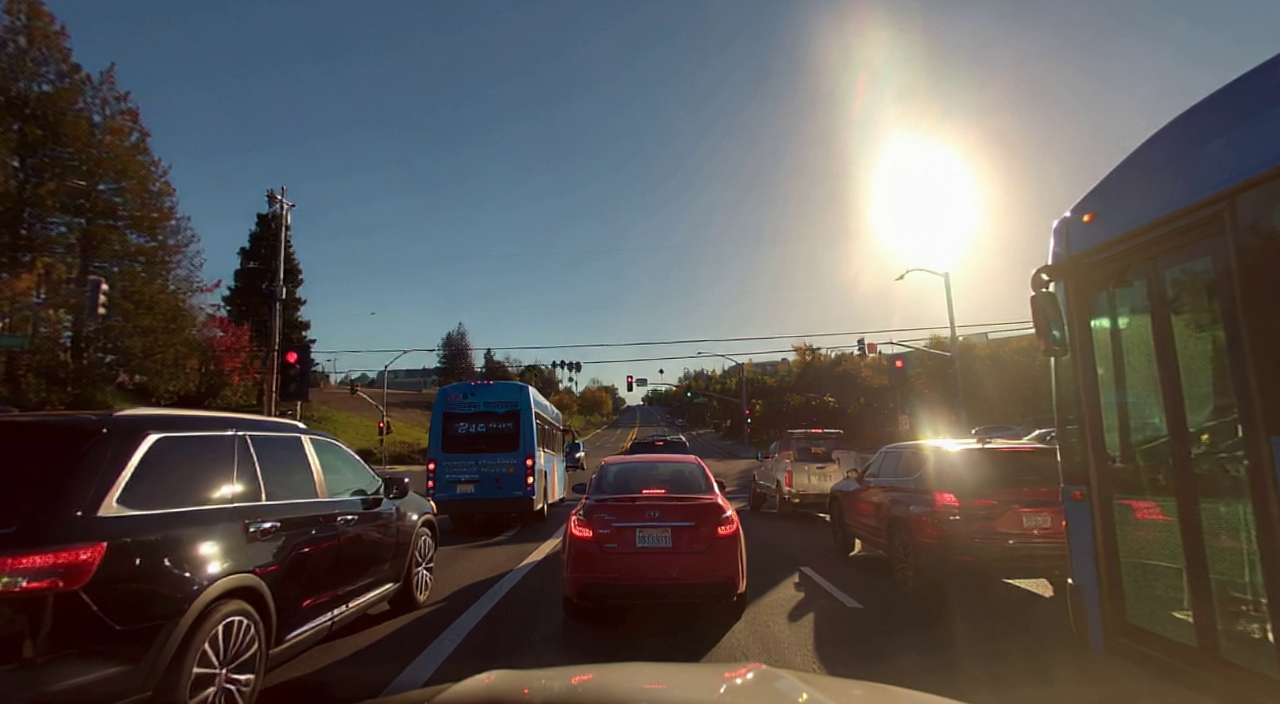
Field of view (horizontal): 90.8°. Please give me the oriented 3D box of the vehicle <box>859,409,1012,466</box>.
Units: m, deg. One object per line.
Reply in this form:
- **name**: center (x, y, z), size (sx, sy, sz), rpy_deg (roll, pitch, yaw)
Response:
- **vehicle**: center (17.581, 5.134, 37.929), size (7.839, 3.213, 2.628), rpy_deg (0, -8, -3)

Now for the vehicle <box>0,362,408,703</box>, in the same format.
- **vehicle**: center (-3.416, 1.183, 4.620), size (1.921, 1.701, 3.989), rpy_deg (0, -8, 0)

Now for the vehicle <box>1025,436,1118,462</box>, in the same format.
- **vehicle**: center (25.884, 5.822, 37.997), size (4.229, 1.489, 1.794), rpy_deg (0, -8, -1)

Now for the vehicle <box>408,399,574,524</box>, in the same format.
- **vehicle**: center (-2.944, 2.344, 13.974), size (2.335, 2.221, 5.165), rpy_deg (0, -8, 1)

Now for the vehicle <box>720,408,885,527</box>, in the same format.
- **vehicle**: center (3.152, 2.397, 13.686), size (2.143, 2.036, 5.367), rpy_deg (0, -8, 0)

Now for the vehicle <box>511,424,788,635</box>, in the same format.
- **vehicle**: center (0.060, 1.546, 6.413), size (1.976, 1.485, 3.624), rpy_deg (0, -8, 0)
